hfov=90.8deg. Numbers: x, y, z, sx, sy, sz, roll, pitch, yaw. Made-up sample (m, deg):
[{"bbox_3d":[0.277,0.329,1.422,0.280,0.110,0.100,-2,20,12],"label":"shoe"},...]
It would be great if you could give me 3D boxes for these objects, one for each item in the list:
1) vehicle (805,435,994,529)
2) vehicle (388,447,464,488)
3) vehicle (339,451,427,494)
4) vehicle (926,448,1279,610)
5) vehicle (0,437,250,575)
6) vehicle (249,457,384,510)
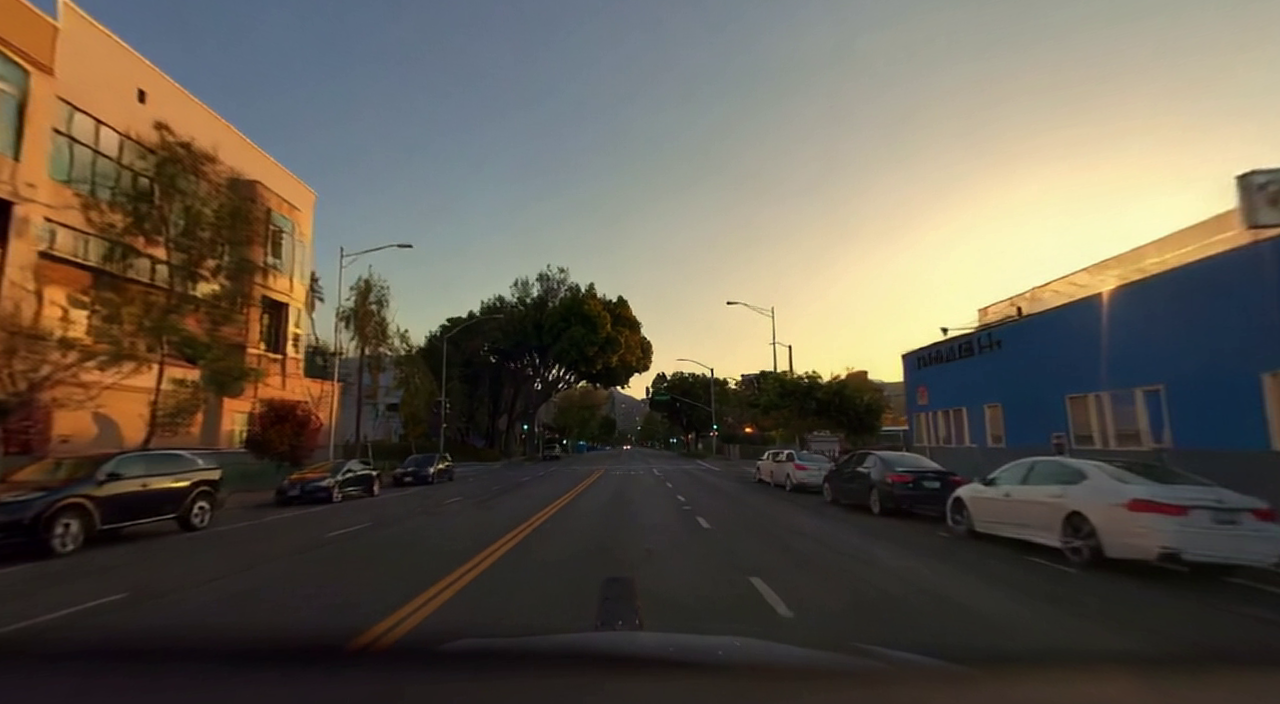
[{"bbox_3d":[5.749,2.917,14.970,2.227,1.811,5.172,0,-8,-1],"label":"vehicle"},{"bbox_3d":[-10.196,5.504,30.575,1.967,1.749,4.841,0,-8,0],"label":"vehicle"},{"bbox_3d":[-10.218,4.800,25.498,1.839,1.502,4.185,0,-8,-1],"label":"vehicle"},{"bbox_3d":[6.154,2.085,8.630,2.038,1.482,4.994,0,-8,-2],"label":"vehicle"},{"bbox_3d":[-9.848,2.503,11.299,2.228,1.863,5.407,-1,-8,1],"label":"vehicle"},{"bbox_3d":[-10.177,4.124,20.339,1.953,1.387,4.529,0,-8,0],"label":"vehicle"}]
